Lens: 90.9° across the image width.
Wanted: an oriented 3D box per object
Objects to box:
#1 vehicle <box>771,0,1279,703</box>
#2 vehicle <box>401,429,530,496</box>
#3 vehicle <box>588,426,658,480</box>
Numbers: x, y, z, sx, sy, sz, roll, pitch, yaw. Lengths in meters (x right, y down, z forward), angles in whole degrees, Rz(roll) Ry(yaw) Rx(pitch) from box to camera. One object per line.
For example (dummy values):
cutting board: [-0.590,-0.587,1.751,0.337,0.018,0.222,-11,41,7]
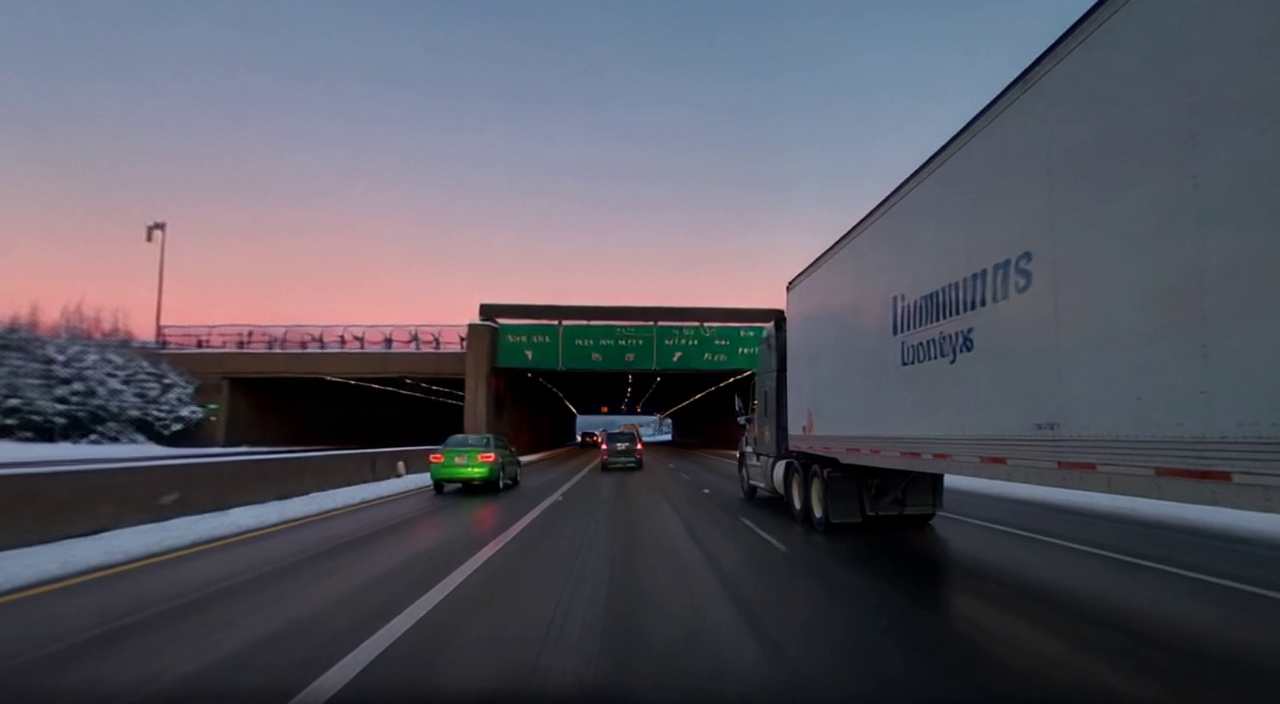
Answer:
vehicle: [3.819,-0.137,4.018,2.842,4.108,14.081,0,-8,0]
vehicle: [-4.196,2.713,15.960,2.019,1.435,4.317,0,-8,0]
vehicle: [-0.521,3.288,20.775,2.094,1.600,3.666,0,-8,-1]
